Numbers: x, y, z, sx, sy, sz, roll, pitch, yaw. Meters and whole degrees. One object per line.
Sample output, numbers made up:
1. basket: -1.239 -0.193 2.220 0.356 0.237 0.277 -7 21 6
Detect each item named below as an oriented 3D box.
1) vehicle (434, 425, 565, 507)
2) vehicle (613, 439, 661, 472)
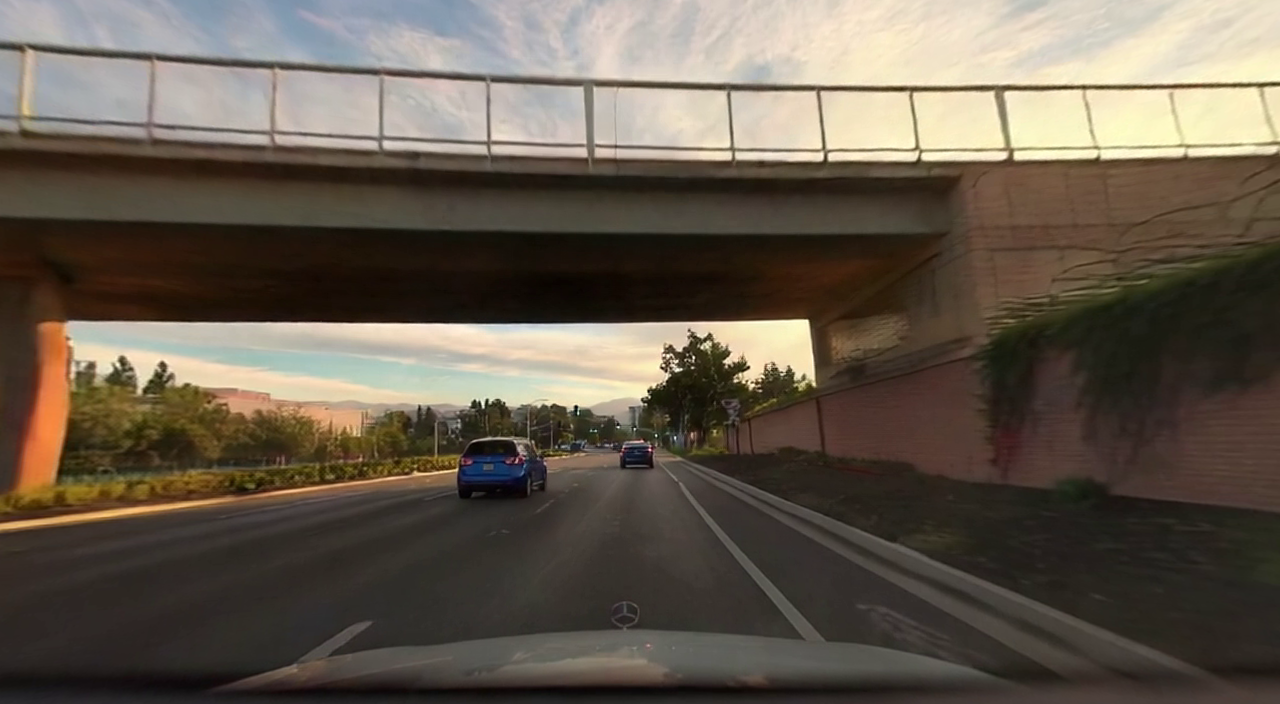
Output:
1. vehicle: -3.368 2.860 16.260 2.223 1.771 4.581 0 -9 1
2. vehicle: -0.183 5.091 31.254 2.205 1.509 4.272 0 -9 -1
